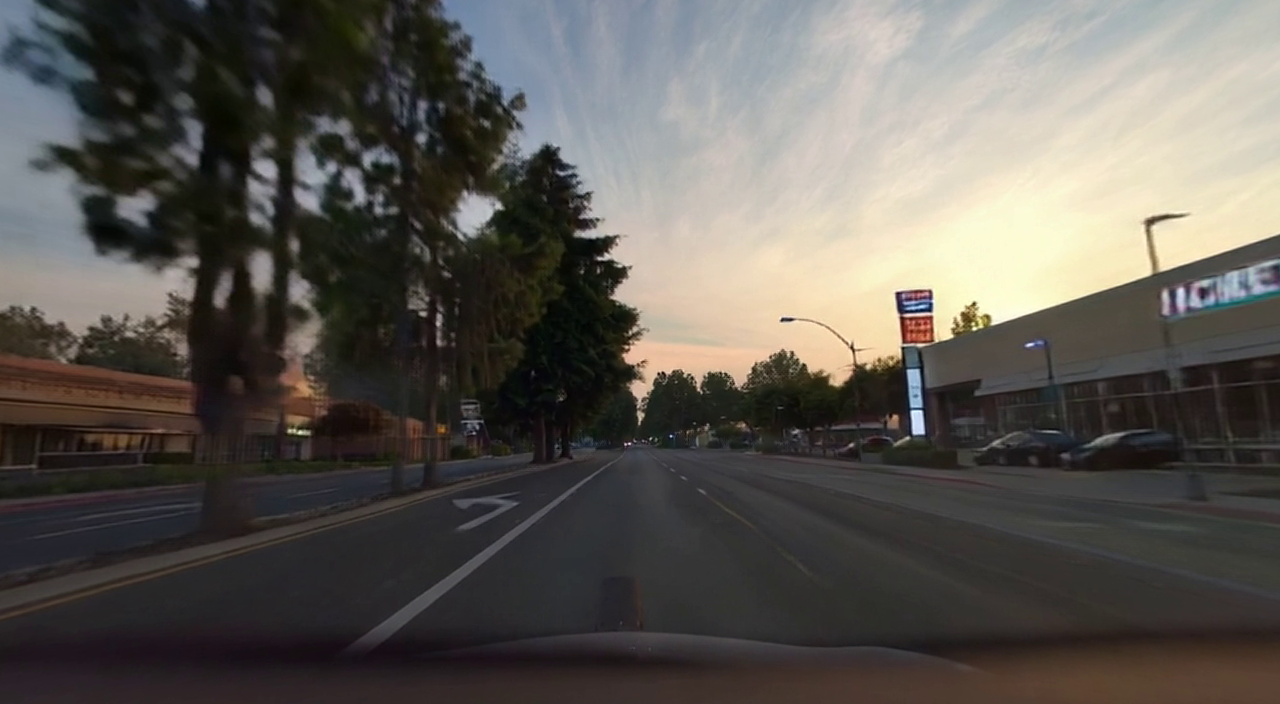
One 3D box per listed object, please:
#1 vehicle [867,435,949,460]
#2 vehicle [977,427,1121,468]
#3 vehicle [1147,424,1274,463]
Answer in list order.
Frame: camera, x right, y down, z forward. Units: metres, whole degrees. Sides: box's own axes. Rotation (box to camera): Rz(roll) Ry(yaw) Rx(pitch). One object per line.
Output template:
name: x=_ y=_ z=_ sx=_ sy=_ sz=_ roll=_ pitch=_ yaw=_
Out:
vehicle: x=17.088 y=6.082 z=40.364 sx=4.324 sy=1.536 sz=1.947 roll=0 pitch=-8 yaw=-1
vehicle: x=17.979 y=4.218 z=27.943 sx=4.935 sy=1.753 sz=1.958 roll=0 pitch=-8 yaw=1
vehicle: x=28.041 y=4.538 z=31.318 sx=1.931 sy=1.784 sz=4.813 roll=0 pitch=-8 yaw=2
